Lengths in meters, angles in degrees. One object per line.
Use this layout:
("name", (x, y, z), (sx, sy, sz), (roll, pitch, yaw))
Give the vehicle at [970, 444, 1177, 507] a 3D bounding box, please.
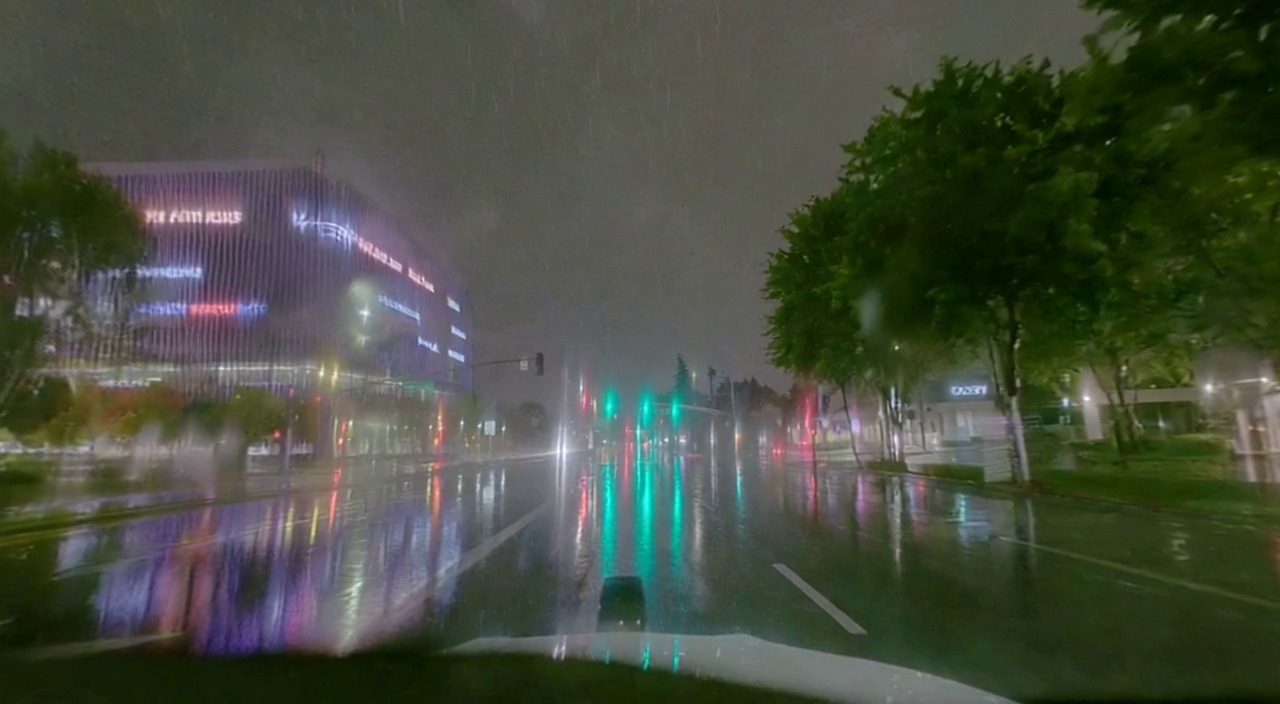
("vehicle", (11.007, 3.132, 16.614), (1.834, 1.388, 4.794), (0, -8, -4))
